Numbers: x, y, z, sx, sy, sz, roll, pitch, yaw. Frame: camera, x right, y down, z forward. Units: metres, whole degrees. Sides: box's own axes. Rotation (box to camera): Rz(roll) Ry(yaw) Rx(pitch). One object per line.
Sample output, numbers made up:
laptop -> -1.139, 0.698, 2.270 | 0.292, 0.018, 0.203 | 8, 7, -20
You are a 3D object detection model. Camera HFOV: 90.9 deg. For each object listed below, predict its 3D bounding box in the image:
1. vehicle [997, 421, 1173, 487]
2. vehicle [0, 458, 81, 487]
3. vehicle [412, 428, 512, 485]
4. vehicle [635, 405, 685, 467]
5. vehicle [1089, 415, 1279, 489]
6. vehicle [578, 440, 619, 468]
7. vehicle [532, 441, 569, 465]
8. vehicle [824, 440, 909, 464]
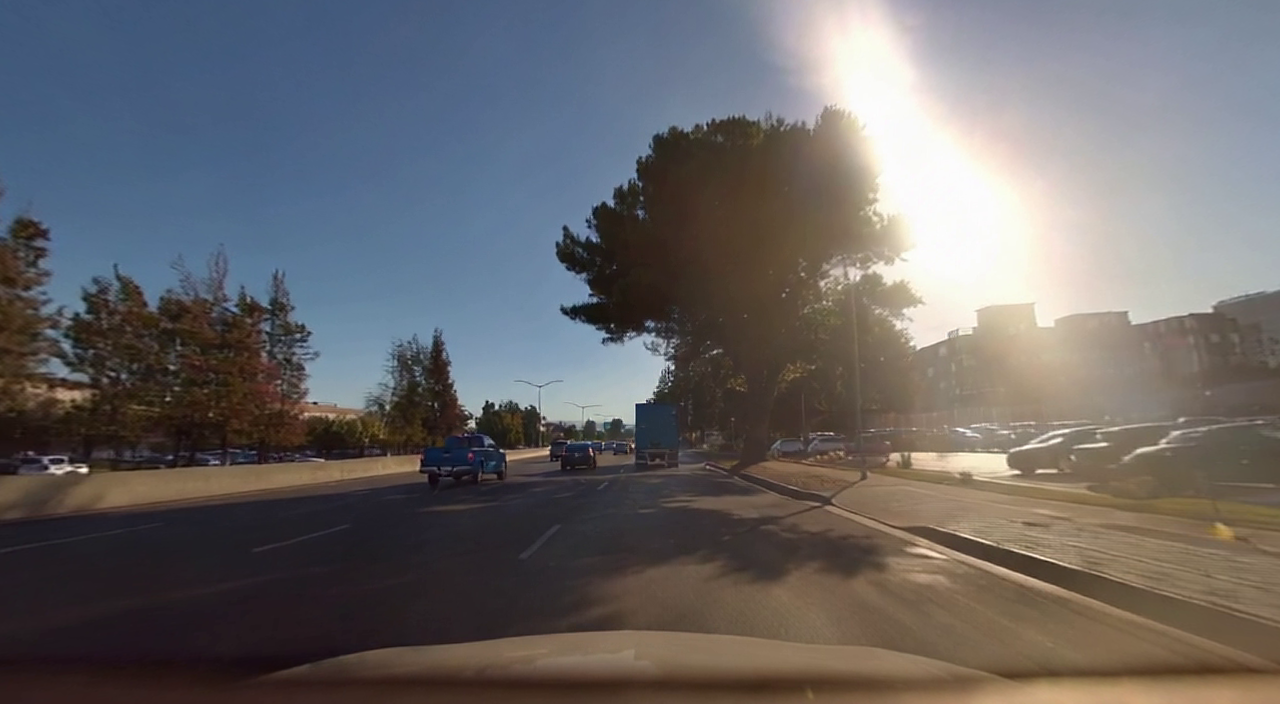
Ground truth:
vehicle -> 12.509, 2.923, 18.168 | 1.880, 1.642, 4.523 | 0, -9, 3
vehicle -> -33.758, 6.583, 34.480 | 4.409, 1.480, 2.092 | -1, -9, 3
vehicle -> -6.551, 3.928, 23.970 | 2.149, 1.893, 5.187 | 0, -9, 2
vehicle -> 1.233, 5.564, 41.251 | 2.905, 3.644, 8.441 | 0, -9, 1
vehicle -> 15.141, 2.772, 17.636 | 1.995, 1.785, 4.343 | 0, -9, 2
vehicle -> -2.548, 6.361, 39.510 | 2.114, 1.663, 4.381 | 0, -9, 2
vehicle -> -6.337, 7.172, 45.030 | 1.908, 1.616, 4.089 | 0, -9, 2
vehicle -> 14.867, 6.579, 41.524 | 4.830, 1.472, 2.042 | 0, -9, -1
